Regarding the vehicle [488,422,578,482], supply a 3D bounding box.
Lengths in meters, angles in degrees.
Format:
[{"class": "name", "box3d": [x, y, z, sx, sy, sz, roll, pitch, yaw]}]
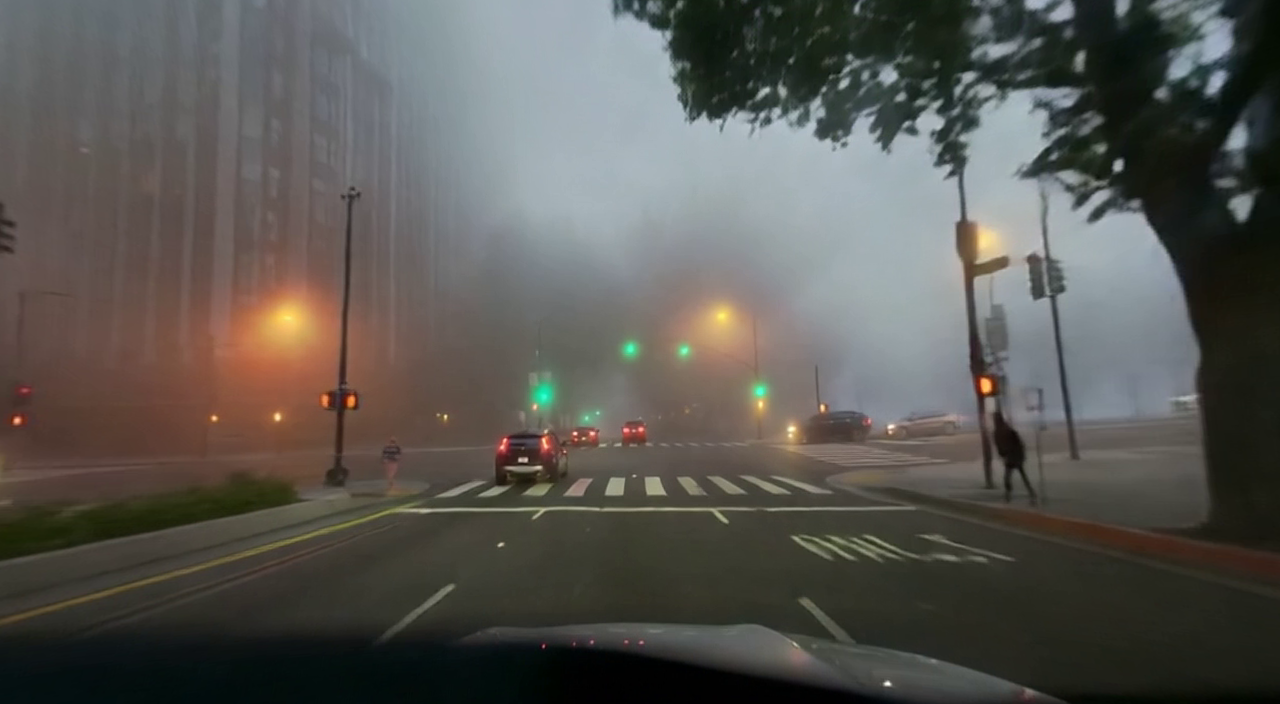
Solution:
[{"class": "vehicle", "box3d": [-3.326, 3.256, 20.640, 2.116, 1.725, 4.315, 0, -9, 1]}]

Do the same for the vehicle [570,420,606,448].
[{"class": "vehicle", "box3d": [-3.569, 5.758, 44.069, 2.152, 1.802, 4.628, 0, -9, 0]}]

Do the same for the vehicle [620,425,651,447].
[{"class": "vehicle", "box3d": [-0.336, 5.977, 44.635, 2.095, 1.438, 3.843, 0, -9, -1]}]

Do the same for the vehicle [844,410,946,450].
[{"class": "vehicle", "box3d": [13.112, 4.021, 32.702, 4.328, 1.742, 1.942, -3, -6, -1]}]

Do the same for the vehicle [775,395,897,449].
[{"class": "vehicle", "box3d": [11.704, 4.262, 38.098, 6.233, 2.668, 2.627, -4, -8, -3]}]
